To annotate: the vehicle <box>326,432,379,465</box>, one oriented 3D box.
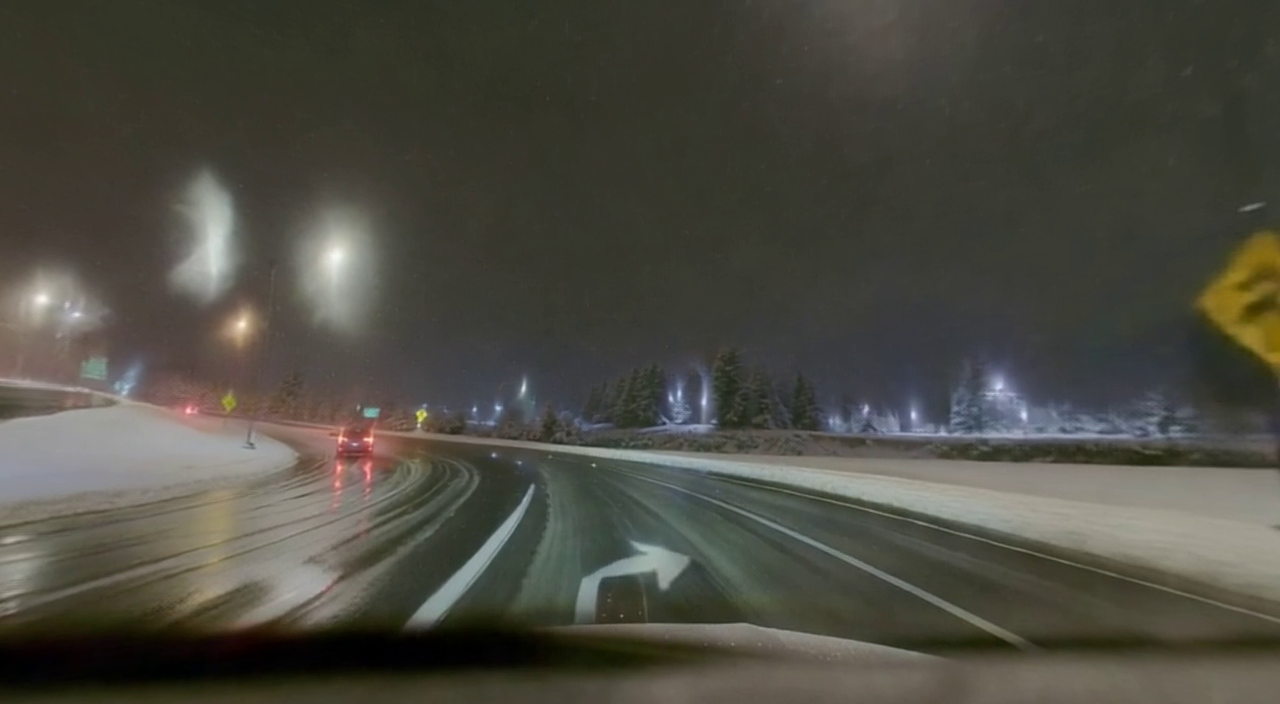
[{"bbox_3d":[-15.391,5.126,33.558,2.234,1.588,4.484,5,-9,-27],"label":"vehicle"}]
